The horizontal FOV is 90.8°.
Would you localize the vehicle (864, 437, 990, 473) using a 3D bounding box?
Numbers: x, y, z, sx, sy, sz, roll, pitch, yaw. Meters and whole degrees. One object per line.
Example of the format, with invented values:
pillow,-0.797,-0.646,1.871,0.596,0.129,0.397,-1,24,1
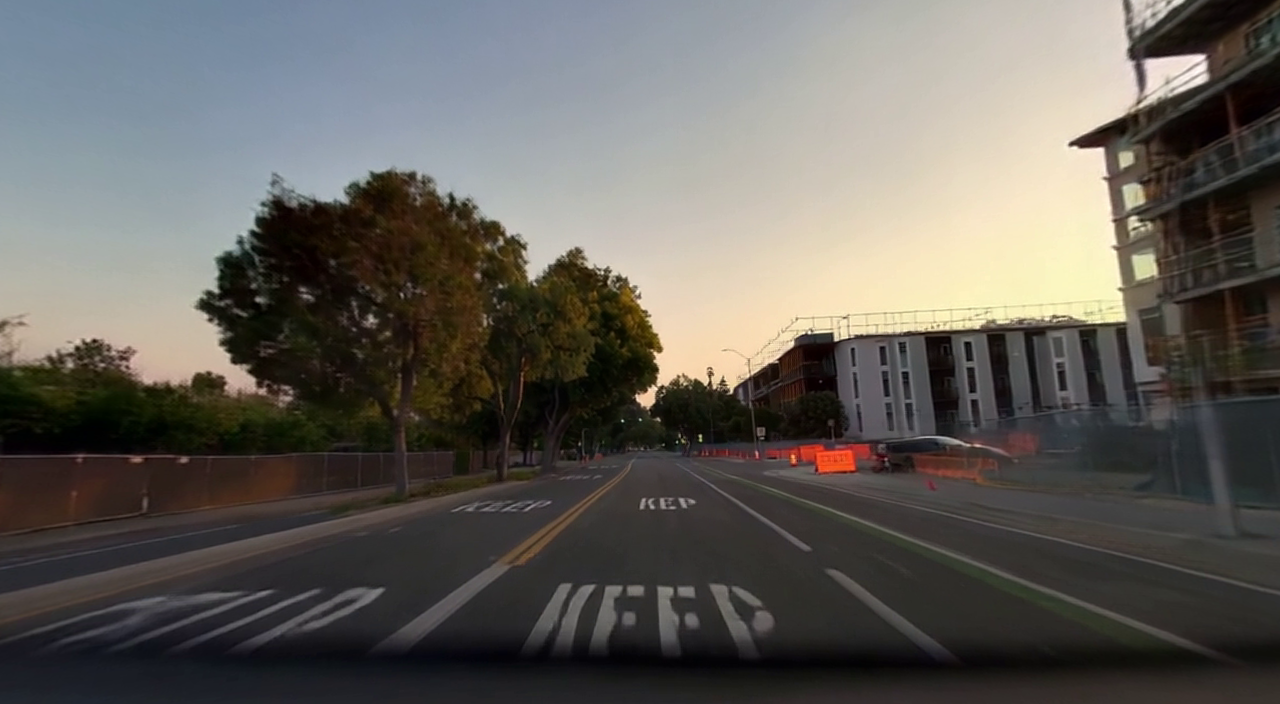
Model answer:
vehicle,11.680,4.225,25.977,4.251,1.418,1.896,0,-9,3
